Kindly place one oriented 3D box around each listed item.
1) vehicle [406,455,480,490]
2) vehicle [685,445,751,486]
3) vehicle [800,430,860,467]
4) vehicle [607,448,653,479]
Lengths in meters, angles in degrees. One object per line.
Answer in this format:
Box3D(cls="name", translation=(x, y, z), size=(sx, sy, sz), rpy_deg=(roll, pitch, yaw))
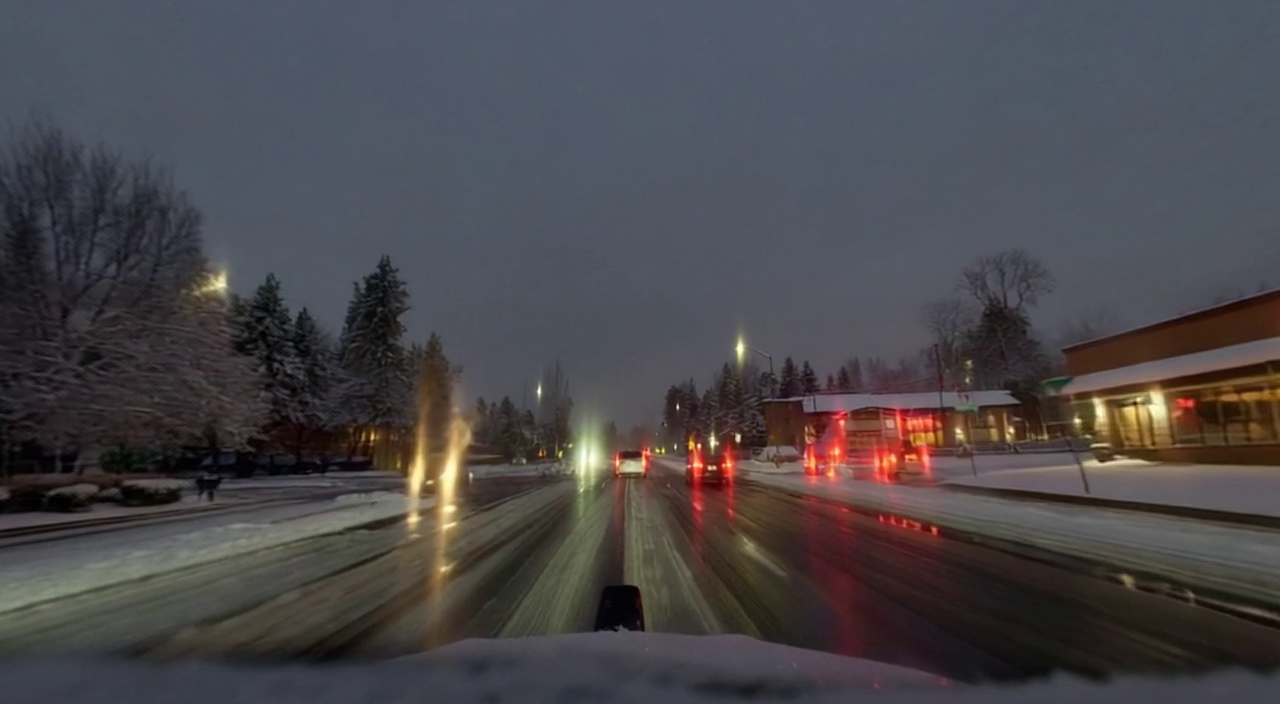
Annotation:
Box3D(cls="vehicle", translation=(-9.592, 5.888, 31.211), size=(2.140, 1.549, 4.590), rpy_deg=(-1, -9, 0))
Box3D(cls="vehicle", translation=(3.086, 4.639, 26.162), size=(2.057, 1.491, 4.675), rpy_deg=(-1, -9, -1))
Box3D(cls="vehicle", translation=(13.315, 6.816, 44.478), size=(3.340, 2.479, 2.547), rpy_deg=(0, -9, -1))
Box3D(cls="vehicle", translation=(-0.498, 5.820, 33.235), size=(2.242, 1.474, 4.127), rpy_deg=(-1, -9, 0))
